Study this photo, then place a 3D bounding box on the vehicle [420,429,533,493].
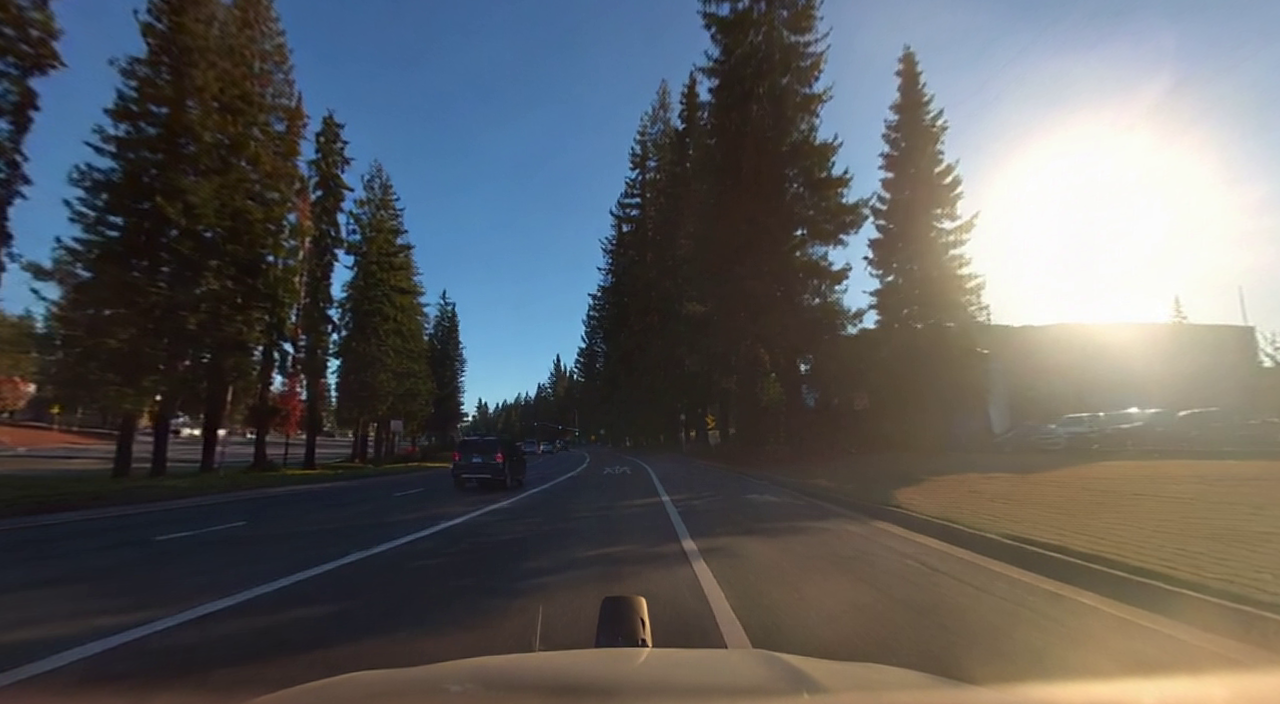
[{"bbox_3d":[-4.910,3.345,19.764,2.210,1.737,4.649,0,-8,1],"label":"vehicle"}]
